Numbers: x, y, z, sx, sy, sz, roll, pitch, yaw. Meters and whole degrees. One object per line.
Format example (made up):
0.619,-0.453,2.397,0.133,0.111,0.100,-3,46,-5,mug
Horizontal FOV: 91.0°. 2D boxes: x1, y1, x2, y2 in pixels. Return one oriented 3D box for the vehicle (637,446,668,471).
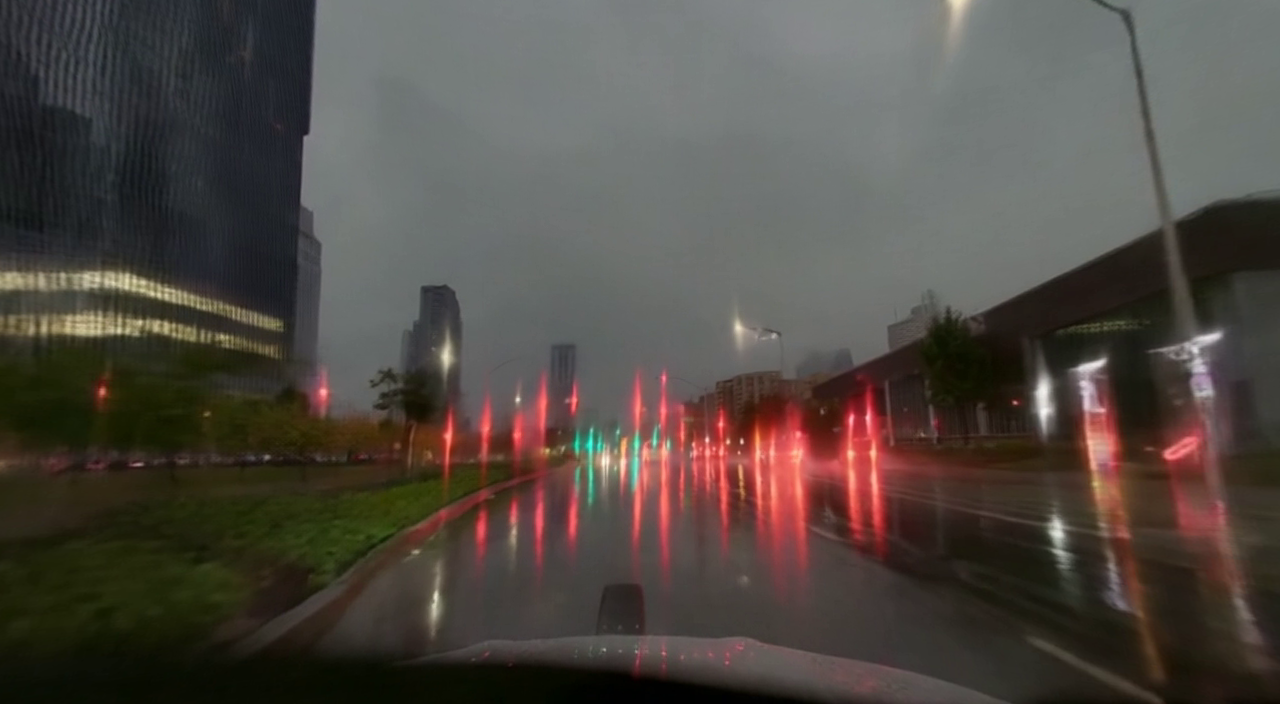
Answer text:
0.916,7.720,45.917,2.092,1.660,4.319,0,-8,1,vehicle
